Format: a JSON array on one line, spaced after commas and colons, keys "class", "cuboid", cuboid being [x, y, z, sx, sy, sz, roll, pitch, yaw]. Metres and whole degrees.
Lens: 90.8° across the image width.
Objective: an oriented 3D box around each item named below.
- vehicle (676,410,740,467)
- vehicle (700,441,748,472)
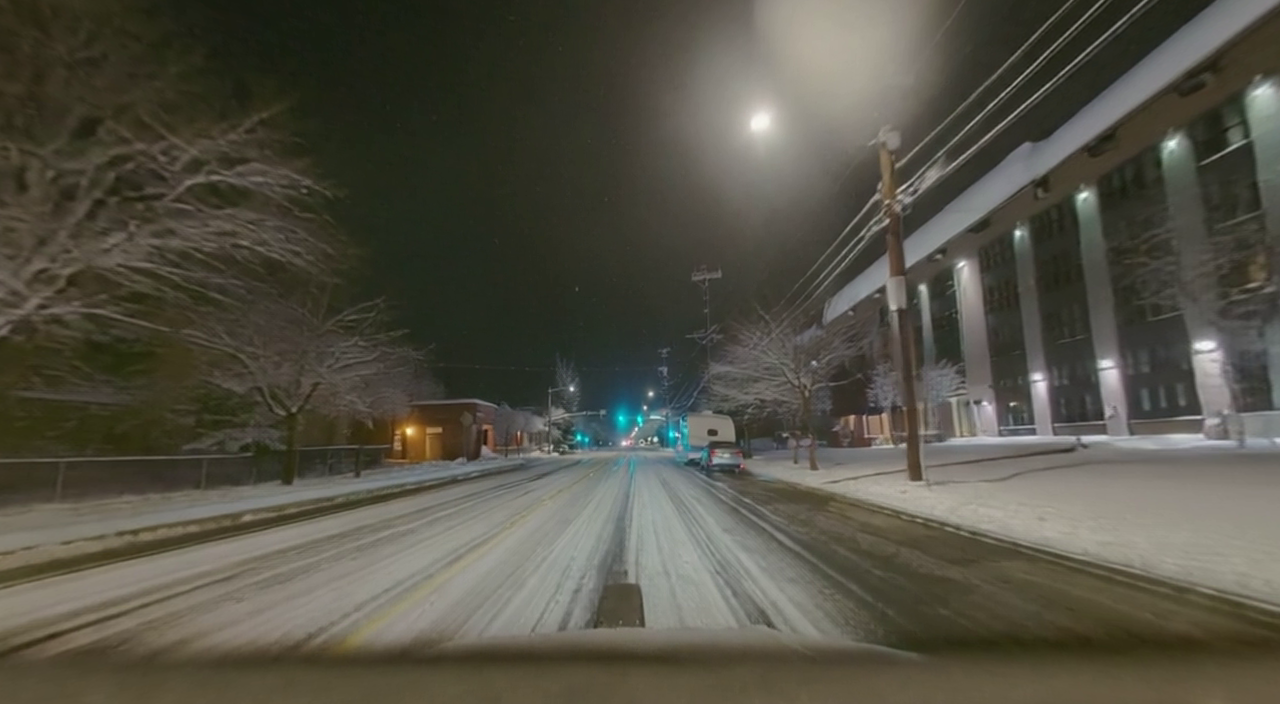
[{"class": "vehicle", "cuboid": [4.169, 5.610, 40.816, 3.110, 3.241, 8.788, 0, -8, 0]}, {"class": "vehicle", "cuboid": [4.345, 5.469, 33.320, 1.852, 1.497, 3.672, -2, -8, -2]}]
